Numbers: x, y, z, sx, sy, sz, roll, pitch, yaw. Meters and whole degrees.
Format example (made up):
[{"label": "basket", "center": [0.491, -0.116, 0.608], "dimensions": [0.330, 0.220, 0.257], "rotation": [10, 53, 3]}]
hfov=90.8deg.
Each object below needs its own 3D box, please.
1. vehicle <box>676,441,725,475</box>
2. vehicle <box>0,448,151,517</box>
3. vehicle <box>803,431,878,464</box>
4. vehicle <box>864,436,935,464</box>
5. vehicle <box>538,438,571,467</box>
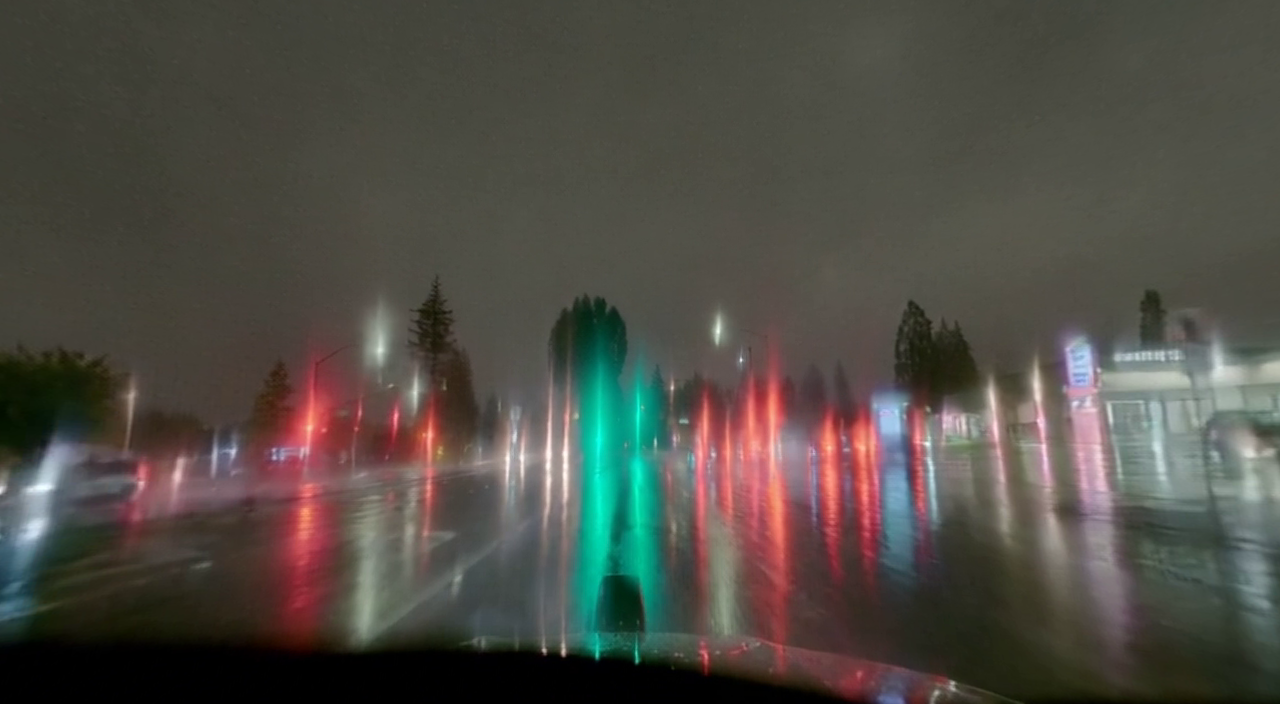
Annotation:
[{"label": "vehicle", "center": [3.008, 5.334, 32.121], "dimensions": [1.961, 1.580, 4.020], "rotation": [0, -8, -2]}, {"label": "vehicle", "center": [-18.588, 4.067, 20.303], "dimensions": [2.026, 1.885, 4.539], "rotation": [0, -8, 0]}, {"label": "vehicle", "center": [13.262, 6.271, 41.604], "dimensions": [5.115, 1.997, 2.279], "rotation": [6, -11, -42]}, {"label": "vehicle", "center": [14.877, 5.606, 36.224], "dimensions": [3.552, 1.484, 1.883], "rotation": [4, -9, -29]}, {"label": "vehicle", "center": [-6.586, 7.637, 48.187], "dimensions": [2.270, 2.068, 5.517], "rotation": [1, -8, -10]}]
